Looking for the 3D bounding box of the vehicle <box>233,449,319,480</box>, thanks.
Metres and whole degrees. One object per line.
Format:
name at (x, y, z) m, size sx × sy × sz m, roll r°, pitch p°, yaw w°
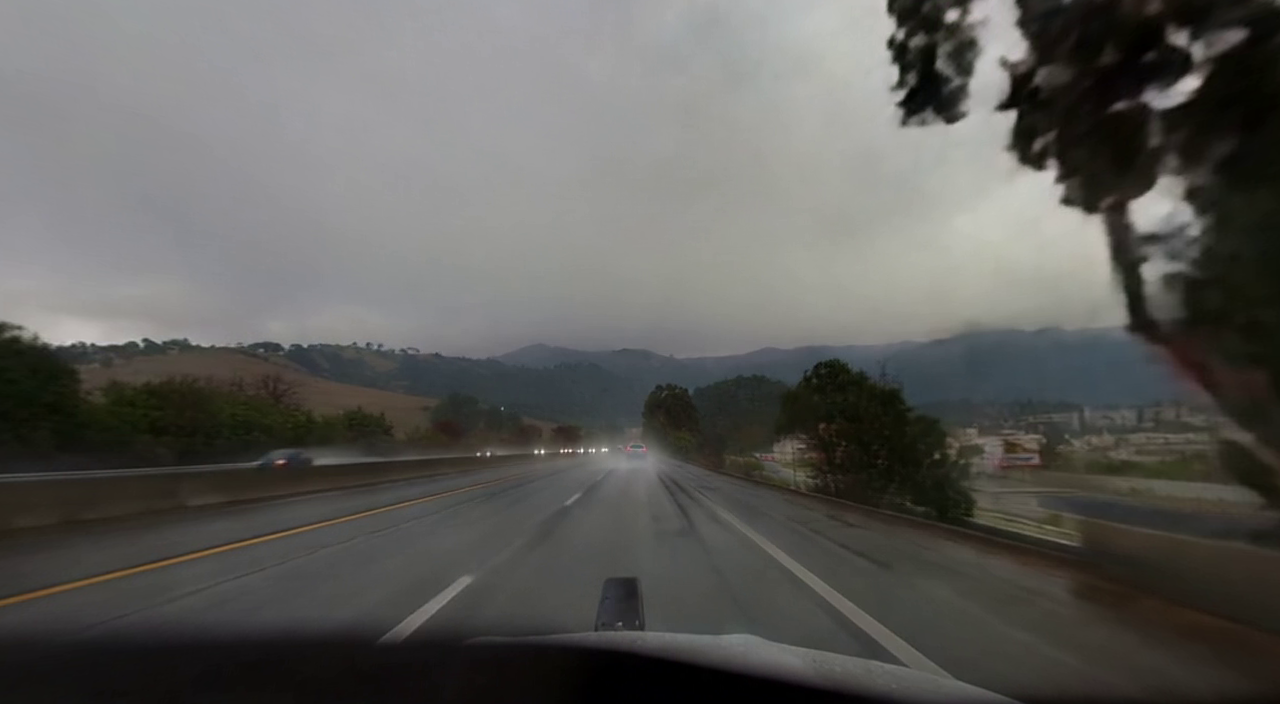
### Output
vehicle at (-25.631, 7.911, 44.848) m, size 2.375 × 1.973 × 6.248 m, roll 0°, pitch -9°, yaw 0°
